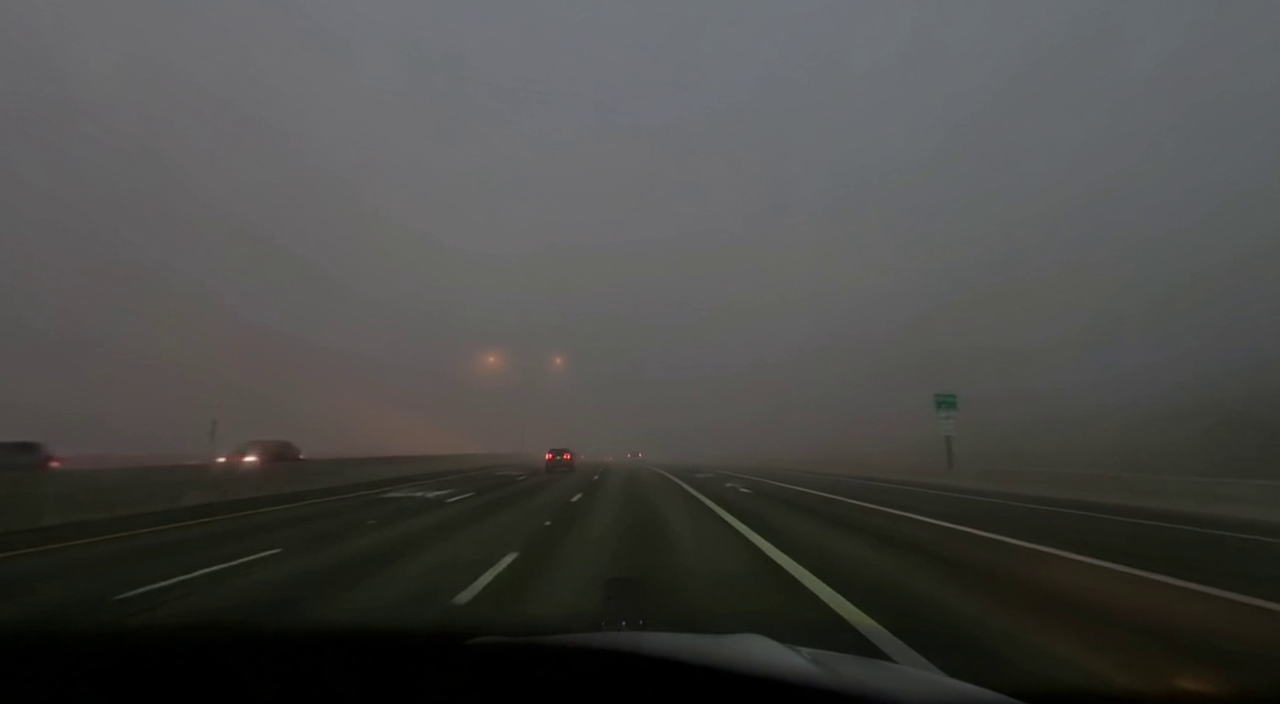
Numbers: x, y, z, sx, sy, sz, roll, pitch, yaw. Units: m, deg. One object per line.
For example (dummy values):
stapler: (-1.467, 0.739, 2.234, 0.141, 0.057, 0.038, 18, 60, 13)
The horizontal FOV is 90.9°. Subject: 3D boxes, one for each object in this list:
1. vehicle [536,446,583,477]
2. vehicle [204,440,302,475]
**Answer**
vehicle: (-4.145, 5.721, 33.142, 2.014, 1.481, 4.156, 0, -8, -2)
vehicle: (-18.554, 5.073, 30.511, 1.977, 1.538, 4.458, 0, -9, -1)
